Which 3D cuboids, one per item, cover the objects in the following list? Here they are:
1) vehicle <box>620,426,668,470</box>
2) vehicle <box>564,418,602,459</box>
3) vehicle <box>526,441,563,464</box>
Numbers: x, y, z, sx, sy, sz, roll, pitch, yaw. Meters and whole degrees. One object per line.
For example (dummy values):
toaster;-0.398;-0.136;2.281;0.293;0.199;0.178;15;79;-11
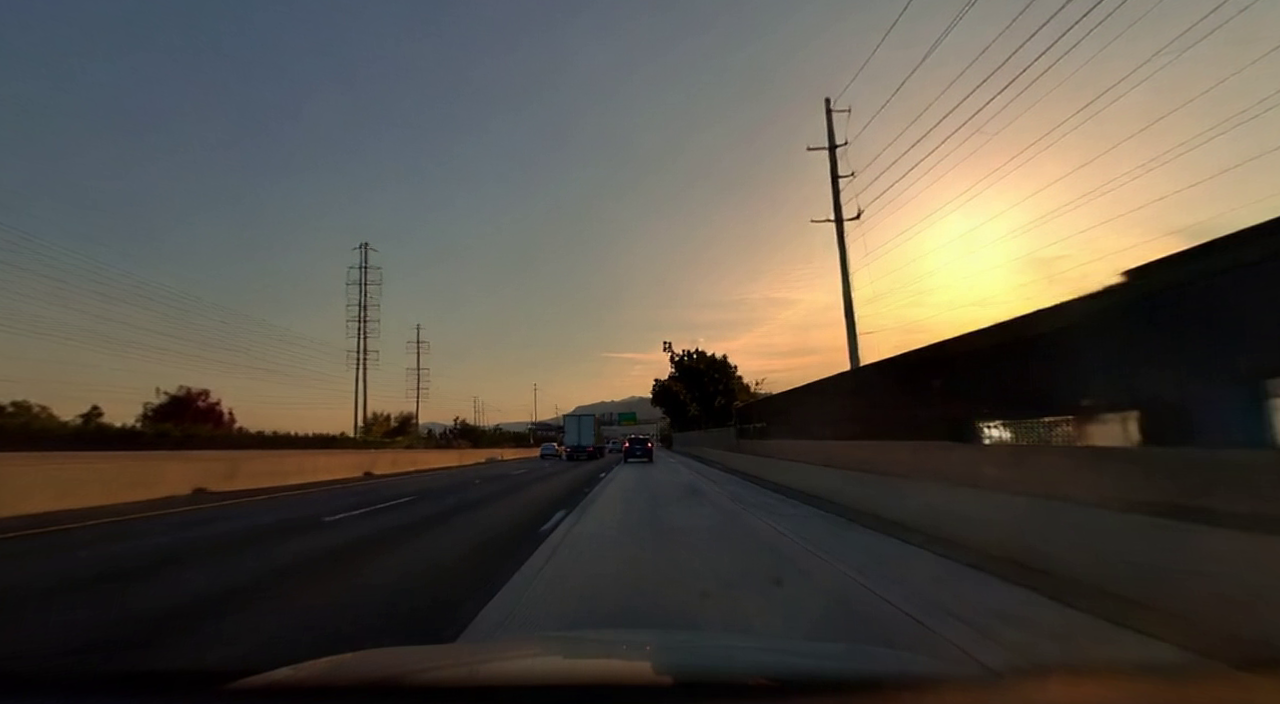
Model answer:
vehicle;0.216;5.064;33.457;2.358;2.144;4.713;0;-8;1
vehicle;-3.666;5.625;40.989;2.178;2.522;2.054;0;-8;1
vehicle;-6.948;7.370;46.496;2.004;1.545;4.513;0;-8;0
